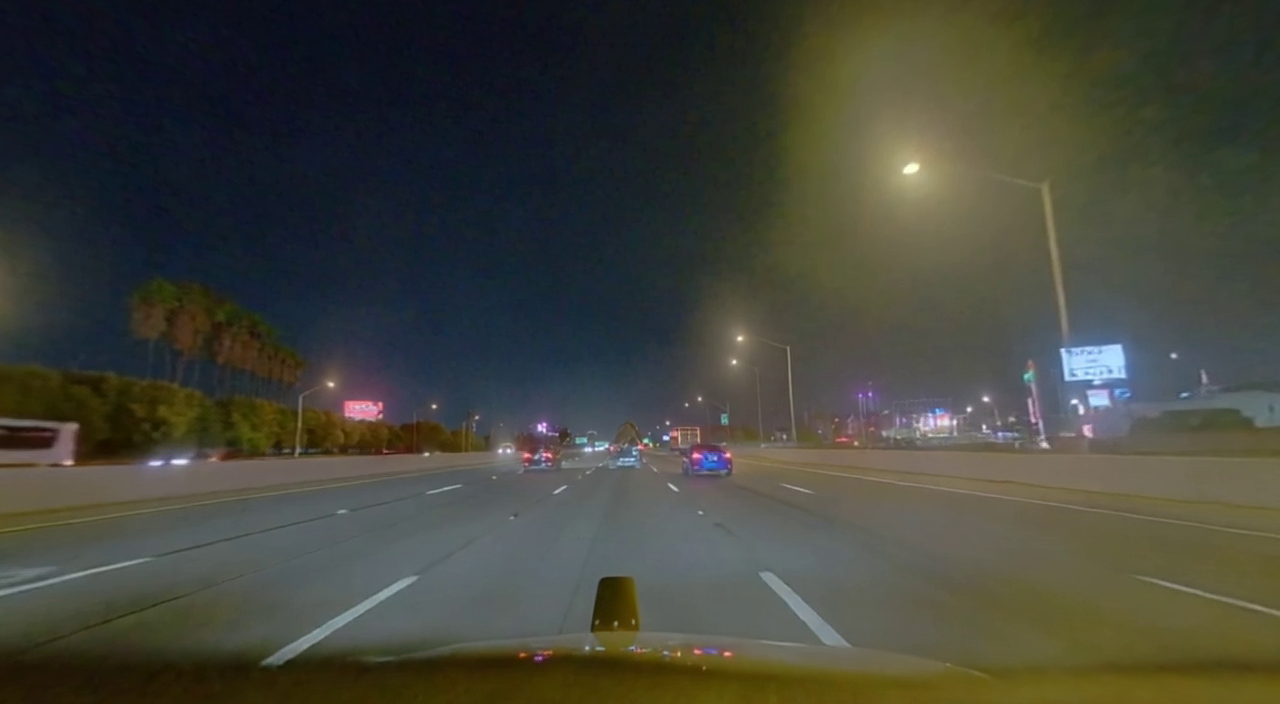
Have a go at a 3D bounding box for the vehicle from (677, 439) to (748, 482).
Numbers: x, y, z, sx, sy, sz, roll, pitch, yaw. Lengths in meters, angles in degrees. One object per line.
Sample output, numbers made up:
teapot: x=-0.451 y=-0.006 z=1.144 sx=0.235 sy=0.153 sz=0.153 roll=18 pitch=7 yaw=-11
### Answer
vehicle: x=2.872 y=4.414 z=26.058 sx=2.175 sy=1.598 sz=4.584 roll=0 pitch=-9 yaw=-3

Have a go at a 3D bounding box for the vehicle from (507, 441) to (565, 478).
vehicle: x=-4.920 y=5.132 z=30.498 sx=2.021 sy=1.598 sz=4.887 roll=0 pitch=-9 yaw=-1

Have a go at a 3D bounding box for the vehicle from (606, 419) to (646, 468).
vehicle: x=-0.927 y=5.992 z=41.269 sx=2.364 sy=2.953 sz=6.495 roll=0 pitch=-8 yaw=-2

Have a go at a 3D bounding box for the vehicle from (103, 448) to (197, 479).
vehicle: x=-31.347 y=7.118 z=40.616 sx=2.126 sy=1.827 sz=4.880 roll=0 pitch=-9 yaw=-1
